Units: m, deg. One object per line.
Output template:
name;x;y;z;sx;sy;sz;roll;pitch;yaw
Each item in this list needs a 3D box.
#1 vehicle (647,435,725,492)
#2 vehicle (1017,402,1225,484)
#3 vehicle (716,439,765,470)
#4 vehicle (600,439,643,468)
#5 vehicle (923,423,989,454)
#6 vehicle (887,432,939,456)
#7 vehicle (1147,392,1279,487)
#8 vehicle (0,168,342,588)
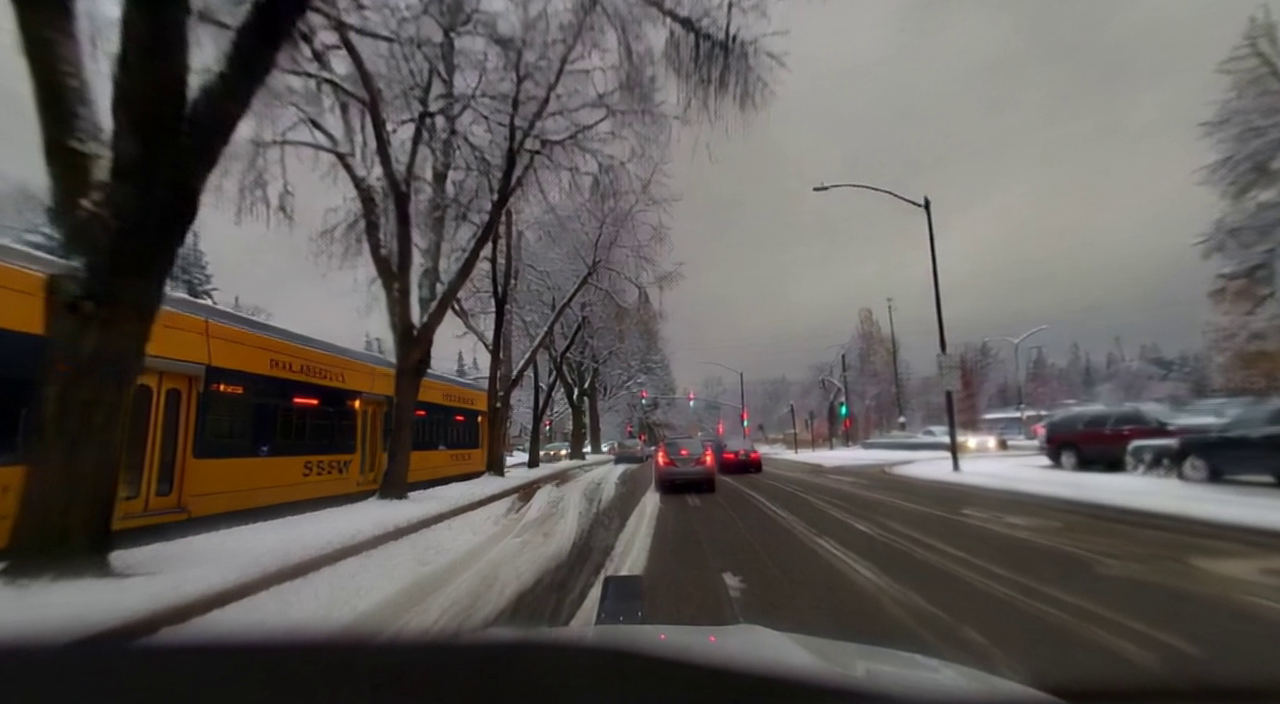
vehicle;1.235;3.195;18.527;2.002;1.471;4.337;0;-8;2
vehicle;14.441;2.729;19.596;2.221;2.116;5.535;-1;-6;2
vehicle;5.125;5.278;32.760;1.944;1.447;4.392;0;-8;1
vehicle;-0.985;5.653;35.361;2.118;1.478;4.076;0;-8;2
vehicle;20.675;5.701;41.529;2.116;1.937;4.515;-1;-8;3
vehicle;18.142;6.127;42.165;1.831;1.545;3.872;0;-8;1
vehicle;14.133;1.867;13.465;2.145;1.911;5.581;-1;-8;3
vehicle;-7.160;0.121;4.707;2.897;3.700;13.528;0;-7;2
